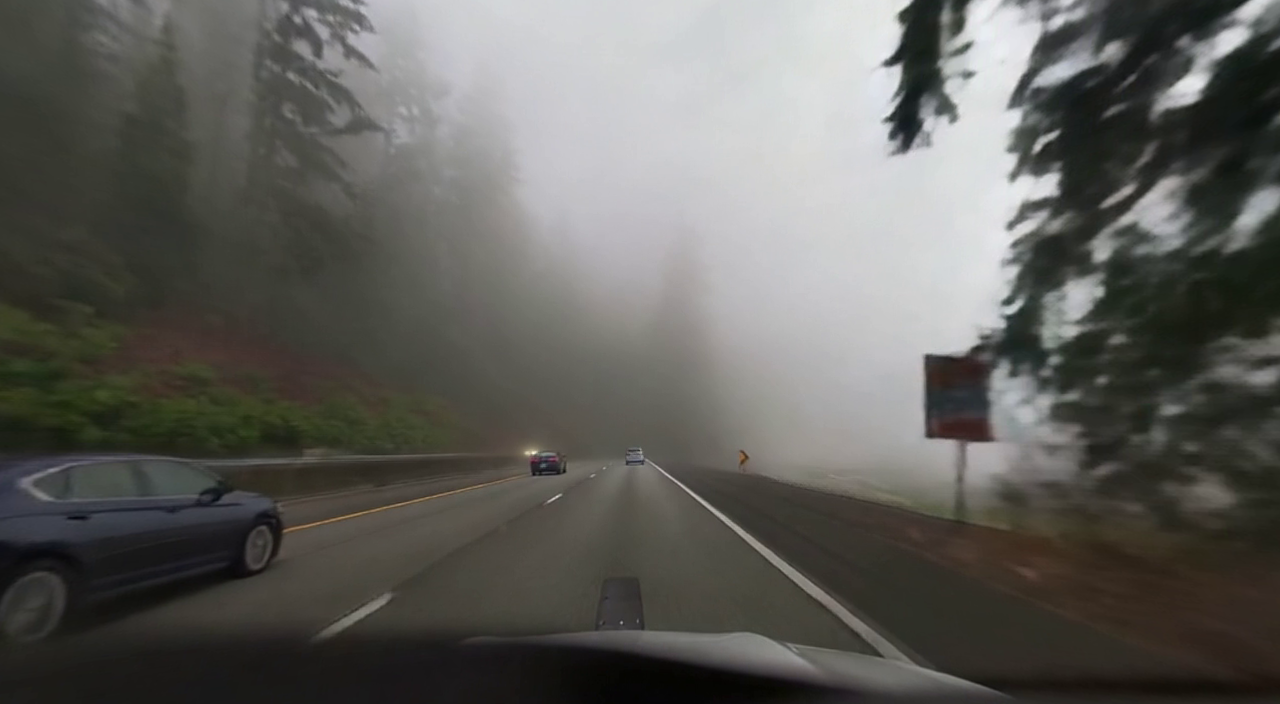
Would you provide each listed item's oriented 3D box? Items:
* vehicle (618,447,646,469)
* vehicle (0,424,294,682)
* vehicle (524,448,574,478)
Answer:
[{"bbox_3d":[-0.694,8.214,49.076,2.070,1.603,4.806,0,-9,-2],"label":"vehicle"},{"bbox_3d":[-4.701,1.328,4.657,1.838,1.508,4.317,0,-9,0],"label":"vehicle"},{"bbox_3d":[-4.768,5.850,33.614,2.052,1.468,4.390,0,-9,0],"label":"vehicle"}]
